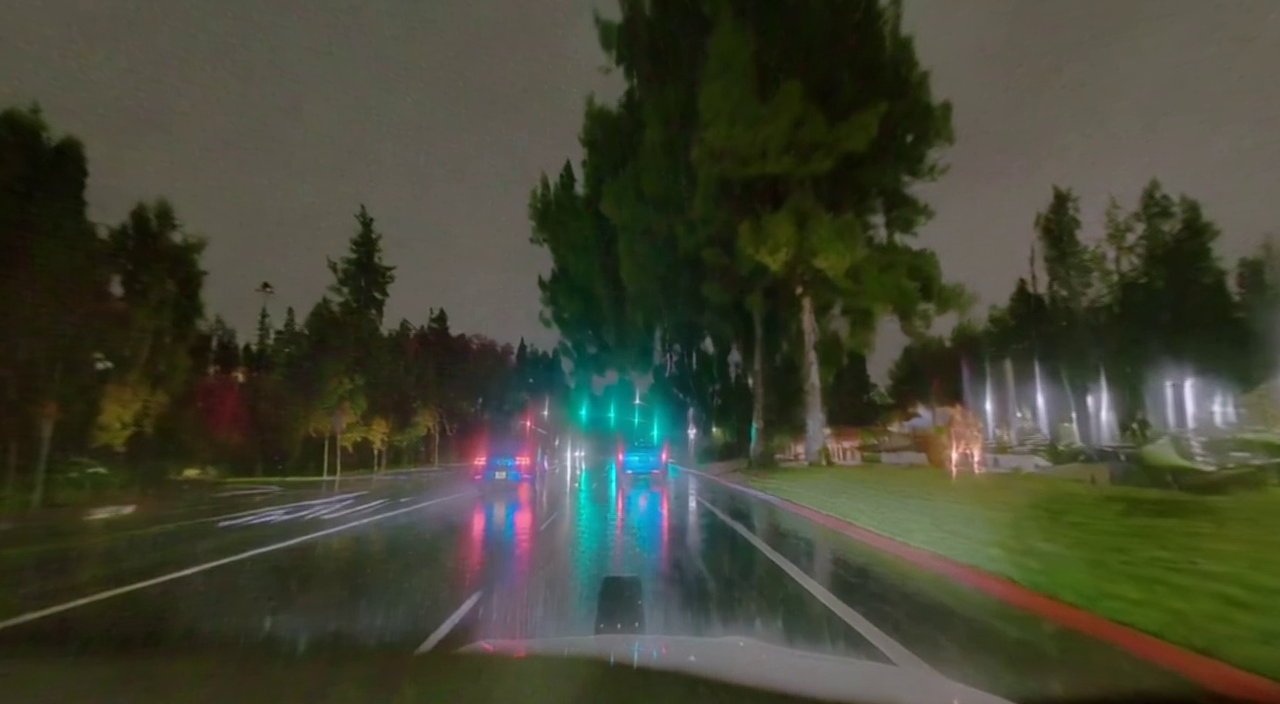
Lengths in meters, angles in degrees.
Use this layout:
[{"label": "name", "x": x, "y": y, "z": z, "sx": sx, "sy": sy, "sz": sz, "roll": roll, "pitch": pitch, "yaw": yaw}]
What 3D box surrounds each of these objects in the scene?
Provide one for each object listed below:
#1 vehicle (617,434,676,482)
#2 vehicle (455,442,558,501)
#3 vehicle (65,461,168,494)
[{"label": "vehicle", "x": 0.181, "y": 4.306, "z": 25.871, "sx": 2.215, "sy": 1.799, "sz": 4.426, "roll": 0, "pitch": -8, "yaw": -1}, {"label": "vehicle", "x": -3.630, "y": 3.302, "z": 17.893, "sx": 2.036, "sy": 1.447, "sz": 4.044, "roll": 0, "pitch": -8, "yaw": 0}, {"label": "vehicle", "x": -28.059, "y": 6.713, "z": 33.938, "sx": 1.826, "sy": 1.464, "sz": 4.533, "roll": 0, "pitch": -8, "yaw": -3}]
